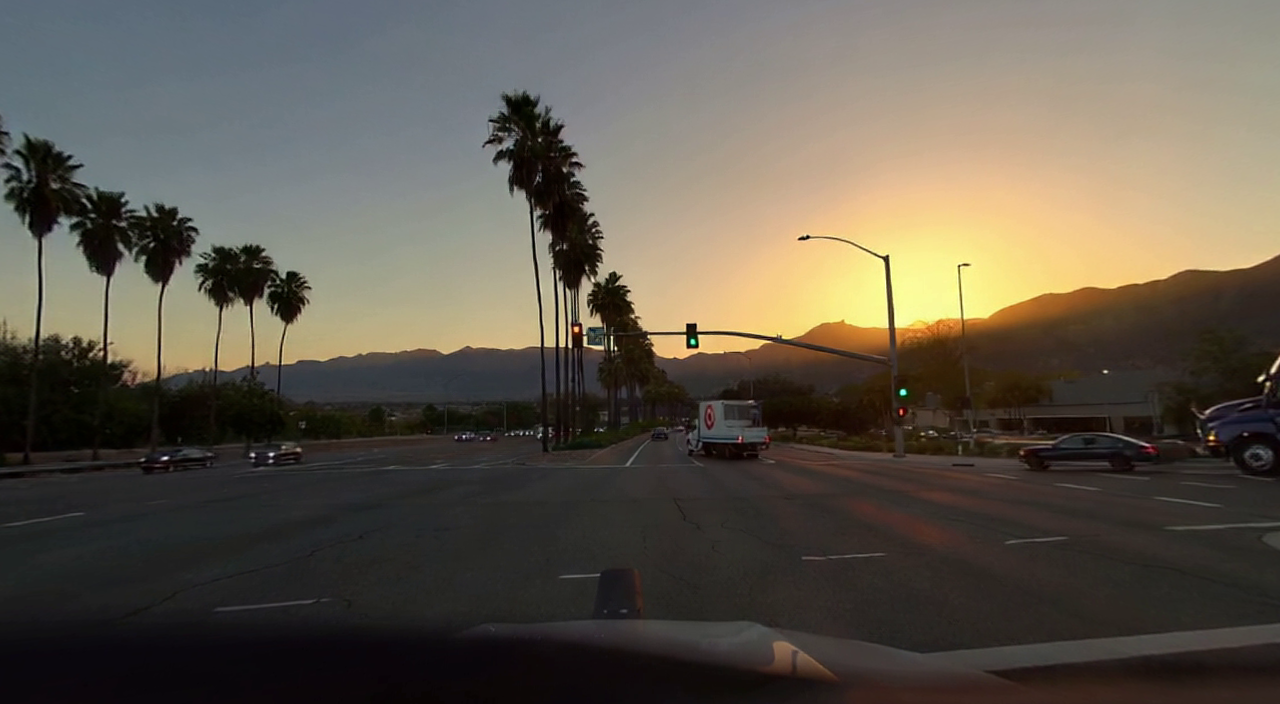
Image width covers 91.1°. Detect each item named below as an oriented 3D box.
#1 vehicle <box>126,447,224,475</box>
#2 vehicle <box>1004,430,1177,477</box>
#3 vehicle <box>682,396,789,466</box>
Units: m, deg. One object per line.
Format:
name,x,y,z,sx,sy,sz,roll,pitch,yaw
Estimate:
vehicle,-26.237,6.160,35.674,1.868,1.469,4.746,0,-9,1
vehicle,15.546,3.531,22.022,4.508,1.493,1.907,-3,-9,22
vehicle,5.038,4.459,34.890,3.237,3.414,7.088,2,-9,-15
